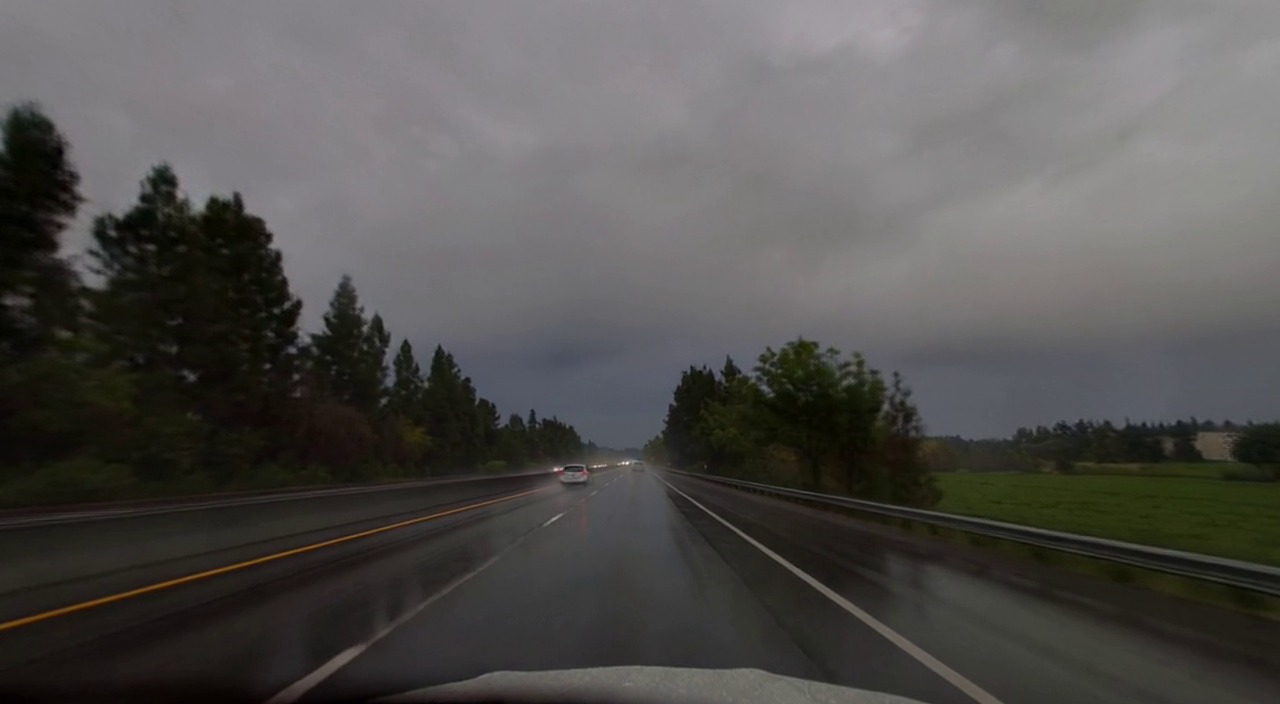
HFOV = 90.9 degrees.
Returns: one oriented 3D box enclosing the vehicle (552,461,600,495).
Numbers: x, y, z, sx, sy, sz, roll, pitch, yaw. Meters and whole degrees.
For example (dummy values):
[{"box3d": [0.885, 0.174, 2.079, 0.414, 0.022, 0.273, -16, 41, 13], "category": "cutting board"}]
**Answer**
[{"box3d": [-3.155, 6.318, 31.748, 1.900, 1.550, 4.146, 1, -11, 1], "category": "vehicle"}]
